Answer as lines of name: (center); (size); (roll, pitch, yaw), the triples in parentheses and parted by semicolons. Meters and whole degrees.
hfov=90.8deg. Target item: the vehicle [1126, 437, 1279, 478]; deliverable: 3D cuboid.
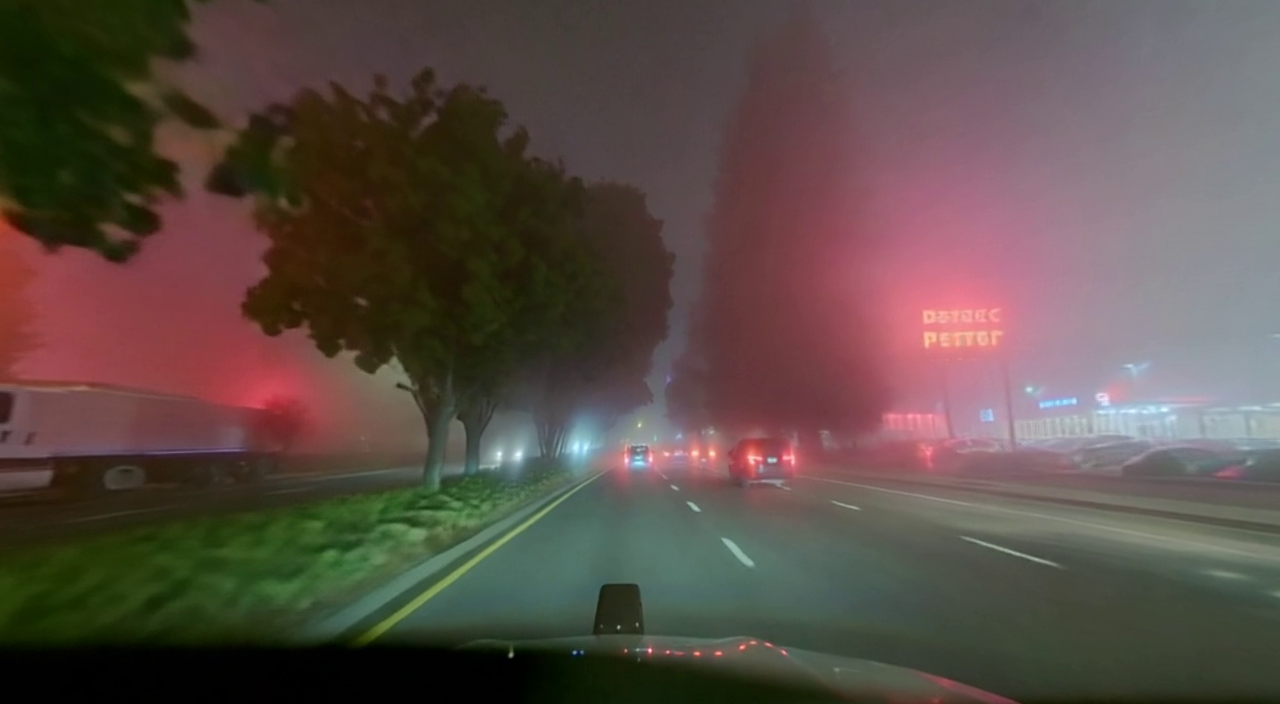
vehicle: (20.867, 3.877, 23.352); (4.176, 1.386, 1.865); (0, -8, 0)

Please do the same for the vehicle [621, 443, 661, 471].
vehicle: (0.044, 5.666, 34.216); (2.056, 1.440, 3.798); (0, -9, 0)

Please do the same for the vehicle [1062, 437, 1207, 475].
vehicle: (20.217, 4.255, 25.946); (4.360, 1.383, 1.960); (-1, -8, -3)

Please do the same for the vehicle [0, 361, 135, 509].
vehicle: (-19.106, 2.253, 17.216); (2.999, 4.017, 8.806); (0, -9, 2)

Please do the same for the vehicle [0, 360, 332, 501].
vehicle: (-18.879, 3.569, 27.040); (3.207, 4.202, 16.118); (-1, -9, 0)

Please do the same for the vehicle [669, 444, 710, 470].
vehicle: (2.831, 6.093, 36.865); (1.970, 1.402, 3.756); (0, -9, -1)

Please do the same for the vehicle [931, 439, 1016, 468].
vehicle: (20.904, 6.347, 39.659); (4.162, 1.546, 2.051); (-1, -7, -5)

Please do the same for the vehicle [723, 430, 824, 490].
vehicle: (4.404, 3.657, 21.710); (2.140, 1.811, 4.593); (1, -9, -4)
